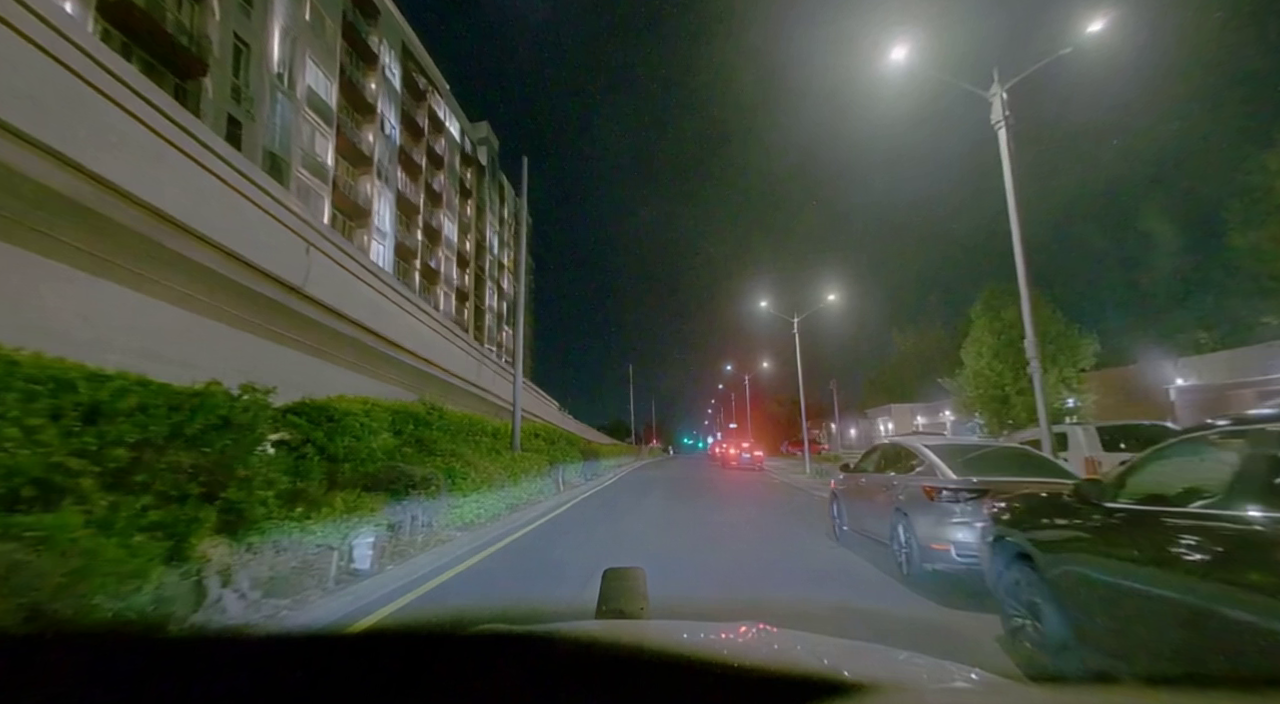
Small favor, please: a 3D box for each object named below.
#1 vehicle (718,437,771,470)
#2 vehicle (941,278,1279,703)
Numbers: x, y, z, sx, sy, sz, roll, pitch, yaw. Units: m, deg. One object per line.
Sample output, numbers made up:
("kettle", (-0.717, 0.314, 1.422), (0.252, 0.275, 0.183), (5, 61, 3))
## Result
("vehicle", (5.047, 4.995, 31.137), (2.024, 1.475, 4.565), (-1, -9, 2))
("vehicle", (2.980, 0.624, 1.541), (2.200, 1.766, 4.868), (-1, -9, 2))
